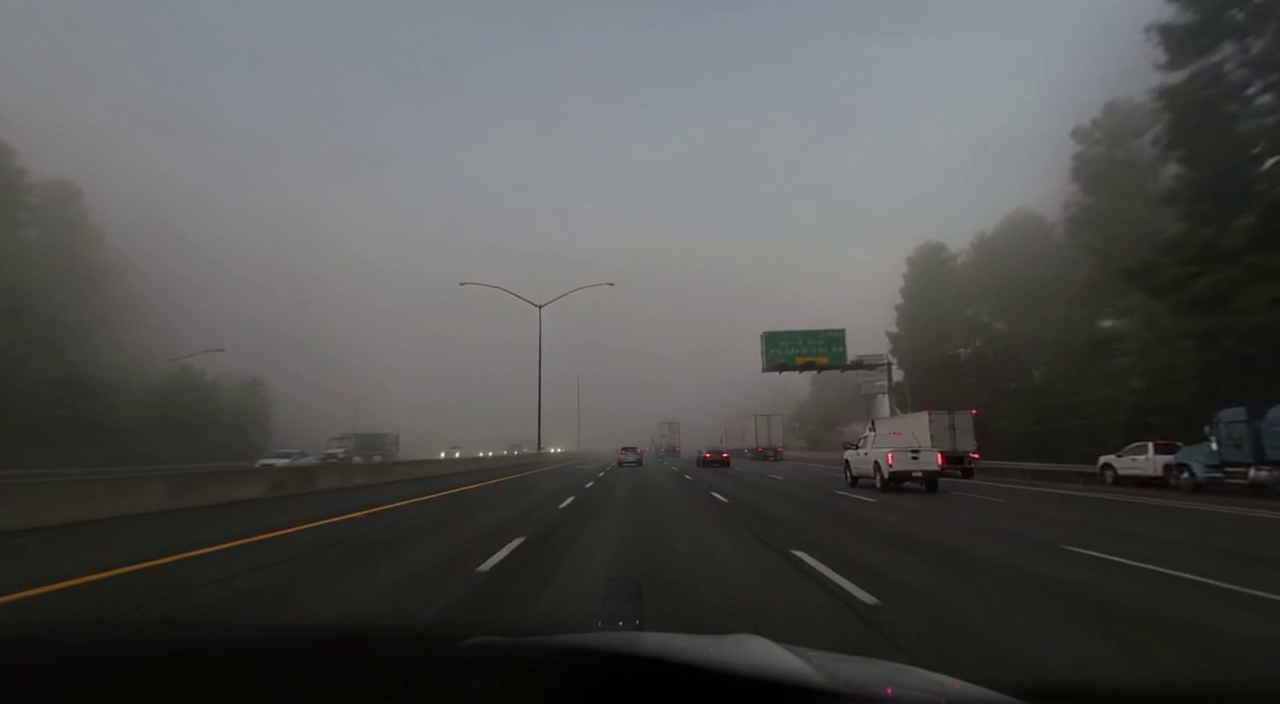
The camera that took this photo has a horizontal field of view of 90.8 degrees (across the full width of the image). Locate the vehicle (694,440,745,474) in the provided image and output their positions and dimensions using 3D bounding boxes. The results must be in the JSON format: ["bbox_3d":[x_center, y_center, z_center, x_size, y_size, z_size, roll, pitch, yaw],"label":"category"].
[{"bbox_3d":[4.207,5.638,34.058,2.154,1.658,4.347,0,-9,0],"label":"vehicle"}]

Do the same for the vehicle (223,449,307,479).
[{"bbox_3d":[-20.305,6.063,34.476,1.833,1.473,4.440,0,-9,1],"label":"vehicle"}]

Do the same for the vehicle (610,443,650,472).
[{"bbox_3d":[-0.539,5.970,35.928,2.163,1.551,4.180,0,-9,0],"label":"vehicle"}]

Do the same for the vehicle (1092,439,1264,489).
[{"bbox_3d":[22.173,4.626,26.497,2.150,1.866,5.885,0,-9,2],"label":"vehicle"}]

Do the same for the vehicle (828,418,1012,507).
[{"bbox_3d":[7.296,2.983,17.425,2.369,2.007,5.700,0,-9,-1],"label":"vehicle"}]
